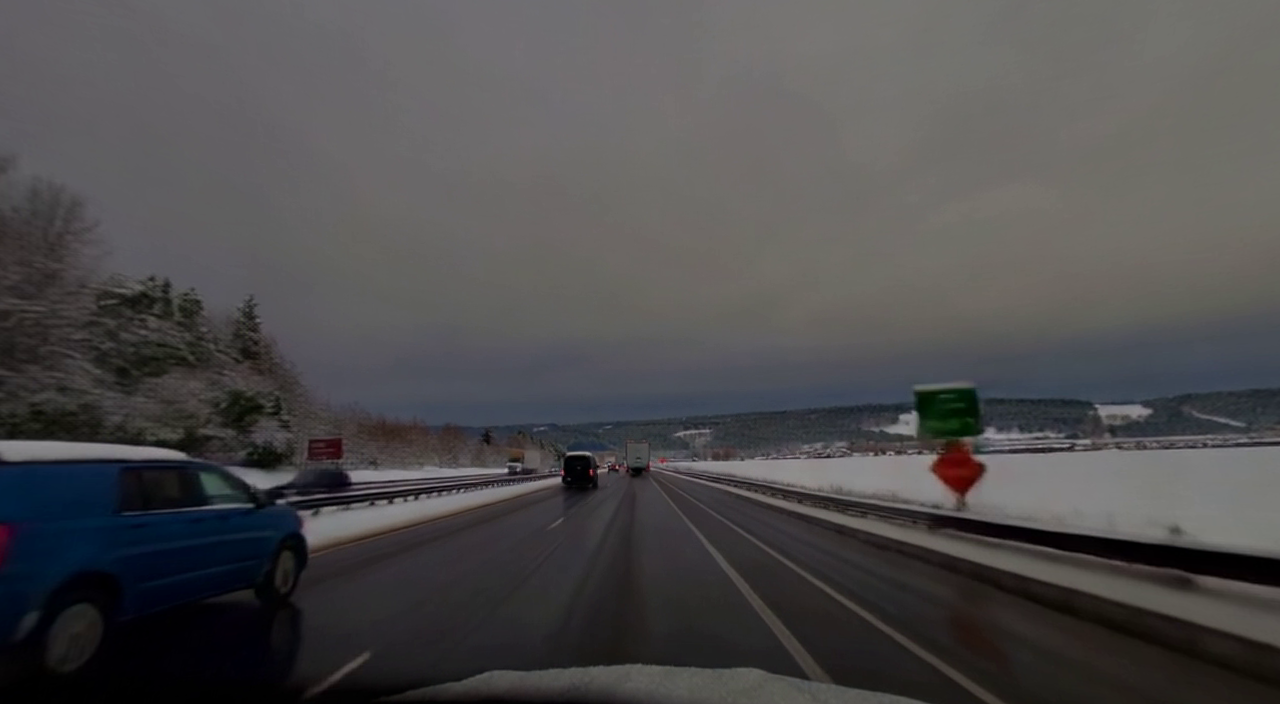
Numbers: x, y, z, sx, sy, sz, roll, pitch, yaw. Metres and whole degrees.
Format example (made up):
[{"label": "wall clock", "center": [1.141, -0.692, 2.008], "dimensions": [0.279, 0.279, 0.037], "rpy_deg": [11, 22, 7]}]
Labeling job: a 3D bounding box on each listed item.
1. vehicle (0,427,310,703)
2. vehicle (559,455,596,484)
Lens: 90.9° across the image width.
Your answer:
[{"label": "vehicle", "center": [-4.349, 1.237, 3.888], "dimensions": [2.090, 1.462, 4.603], "rpy_deg": [0, -10, 0]}, {"label": "vehicle", "center": [-4.437, 8.528, 45.668], "dimensions": [2.208, 1.973, 4.716], "rpy_deg": [1, -10, 0]}]
